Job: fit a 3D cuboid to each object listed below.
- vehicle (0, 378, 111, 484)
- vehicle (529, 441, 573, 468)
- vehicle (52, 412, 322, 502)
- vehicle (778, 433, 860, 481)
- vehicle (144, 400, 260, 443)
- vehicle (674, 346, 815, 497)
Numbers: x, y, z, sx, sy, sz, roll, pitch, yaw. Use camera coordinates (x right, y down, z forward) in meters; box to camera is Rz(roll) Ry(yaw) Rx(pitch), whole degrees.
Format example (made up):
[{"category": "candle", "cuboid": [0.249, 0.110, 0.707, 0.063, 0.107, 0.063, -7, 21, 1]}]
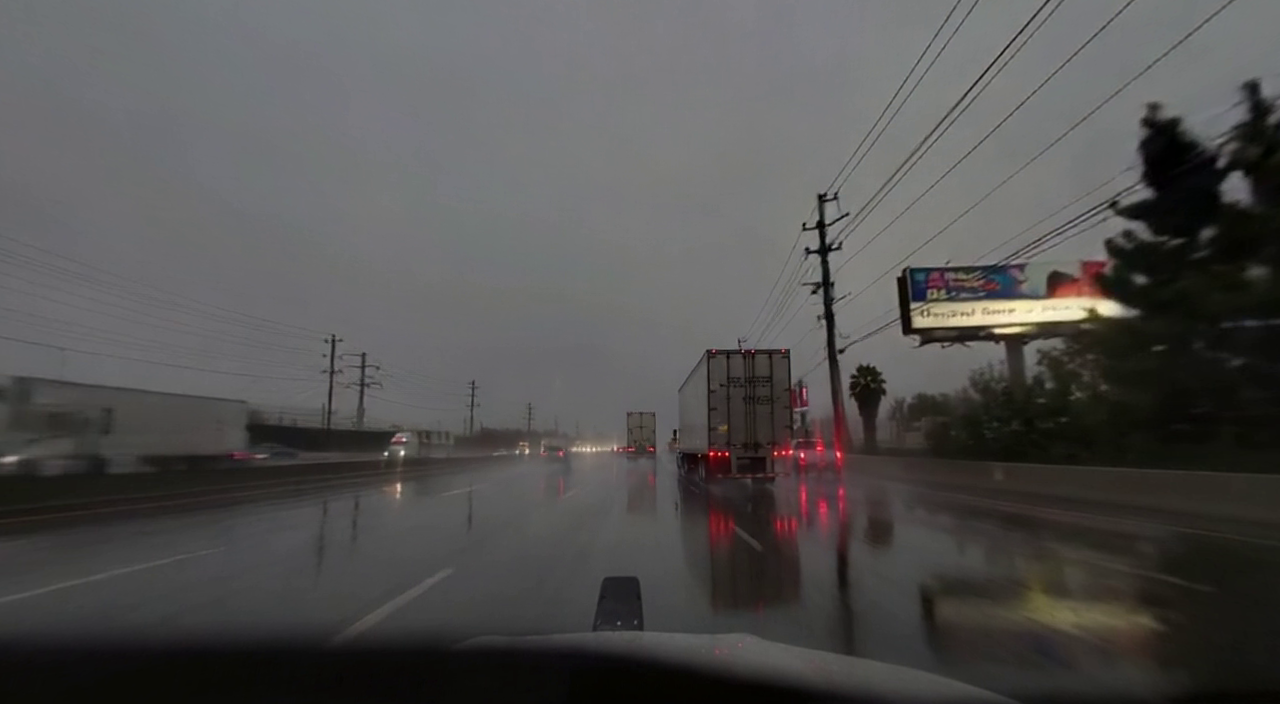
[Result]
[{"category": "vehicle", "cuboid": [-24.803, 2.965, 23.539, 3.057, 3.802, 8.100, 0, -9, 0]}, {"category": "vehicle", "cuboid": [-6.849, 7.925, 49.223, 2.425, 1.917, 5.647, -1, -9, 2]}, {"category": "vehicle", "cuboid": [-20.893, 5.079, 31.283, 2.971, 3.403, 13.948, -1, -9, 1]}, {"category": "vehicle", "cuboid": [7.550, 4.490, 27.219, 2.115, 1.844, 4.522, 0, -9, -1]}, {"category": "vehicle", "cuboid": [-20.907, 3.439, 30.526, 2.008, 1.858, 4.938, -1, -9, 1]}, {"category": "vehicle", "cuboid": [3.322, 3.156, 25.804, 2.892, 4.152, 16.575, 0, -9, 0]}]
